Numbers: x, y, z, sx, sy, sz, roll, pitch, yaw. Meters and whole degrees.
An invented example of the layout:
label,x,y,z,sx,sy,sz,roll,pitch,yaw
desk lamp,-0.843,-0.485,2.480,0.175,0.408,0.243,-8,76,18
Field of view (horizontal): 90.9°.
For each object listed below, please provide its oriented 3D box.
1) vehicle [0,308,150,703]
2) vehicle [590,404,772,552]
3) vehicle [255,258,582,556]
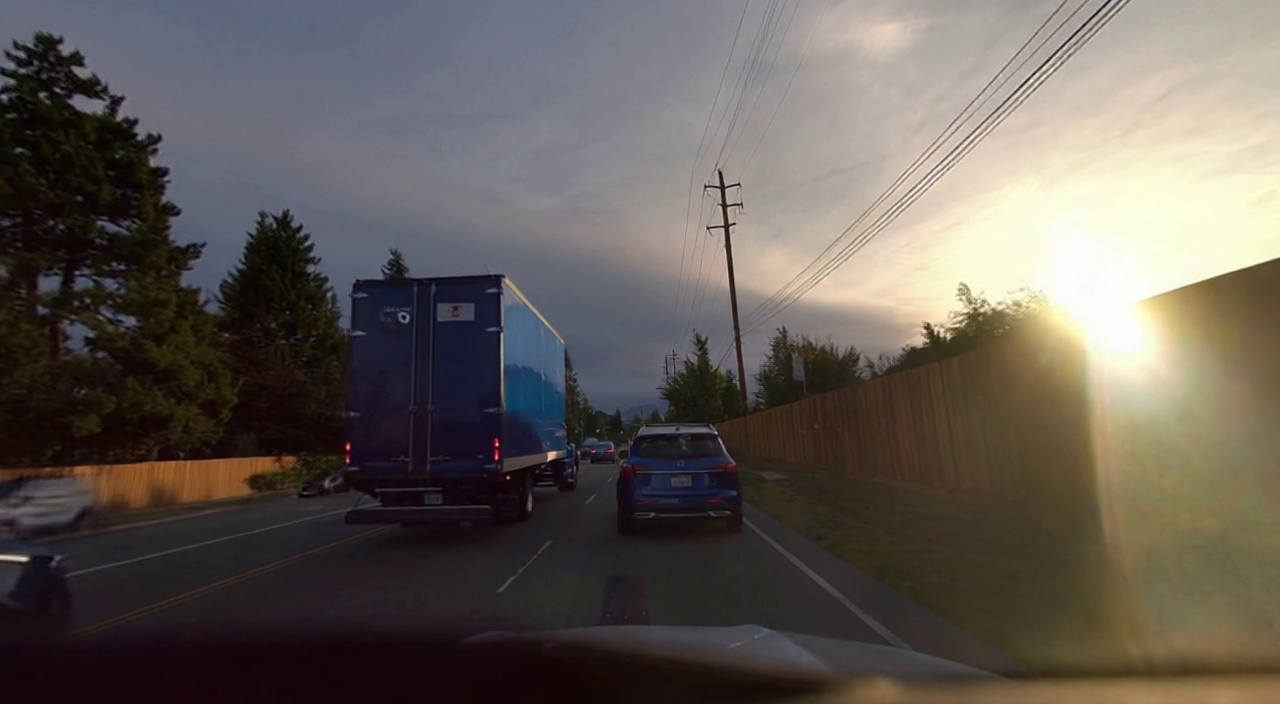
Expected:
label,x,y,z,sx,sy,sz,roll,pitch,yaw
vehicle,-3.129,0.525,0.293,2.093,1.832,4.508,0,-9,1
vehicle,0.474,1.817,9.672,2.174,1.749,4.113,0,-9,0
vehicle,-3.065,1.285,12.193,2.928,3.658,8.980,0,-9,1
